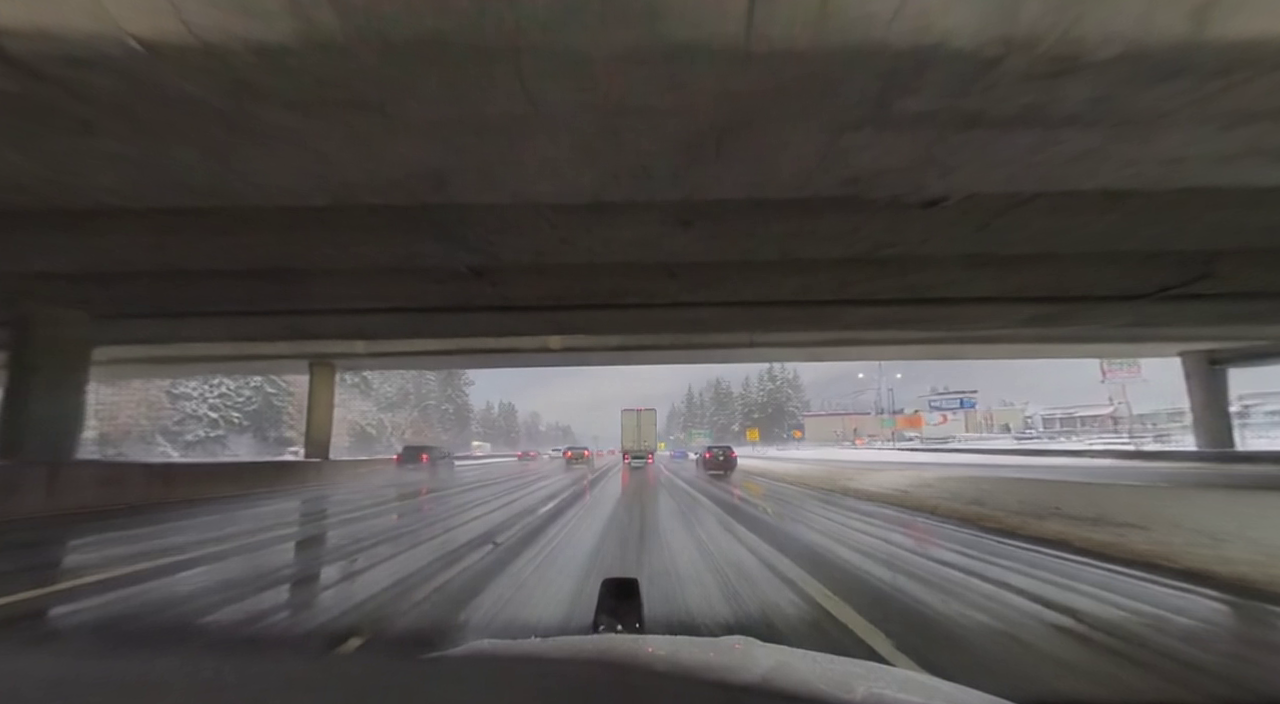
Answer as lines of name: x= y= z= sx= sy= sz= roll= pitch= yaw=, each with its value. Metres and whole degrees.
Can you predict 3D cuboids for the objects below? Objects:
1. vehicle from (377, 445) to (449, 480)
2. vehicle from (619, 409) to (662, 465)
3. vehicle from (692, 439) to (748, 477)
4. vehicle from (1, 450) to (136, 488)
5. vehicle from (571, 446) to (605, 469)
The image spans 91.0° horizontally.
vehicle: x=-11.231 y=5.468 z=31.499 sx=1.966 sy=1.627 sz=4.258 roll=0 pitch=-9 yaw=1
vehicle: x=0.152 y=6.799 z=49.623 sx=3.012 sy=3.928 sz=10.262 roll=0 pitch=-9 yaw=1
vehicle: x=3.823 y=5.170 z=30.911 sx=2.107 sy=1.707 sz=4.445 roll=0 pitch=-9 yaw=0
vehicle: x=-27.704 y=5.650 z=30.796 sx=2.052 sy=1.716 sz=4.732 roll=0 pitch=-9 yaw=1
vehicle: x=-3.710 y=7.608 z=45.496 sx=2.083 sy=1.576 sz=4.307 roll=0 pitch=-9 yaw=0
